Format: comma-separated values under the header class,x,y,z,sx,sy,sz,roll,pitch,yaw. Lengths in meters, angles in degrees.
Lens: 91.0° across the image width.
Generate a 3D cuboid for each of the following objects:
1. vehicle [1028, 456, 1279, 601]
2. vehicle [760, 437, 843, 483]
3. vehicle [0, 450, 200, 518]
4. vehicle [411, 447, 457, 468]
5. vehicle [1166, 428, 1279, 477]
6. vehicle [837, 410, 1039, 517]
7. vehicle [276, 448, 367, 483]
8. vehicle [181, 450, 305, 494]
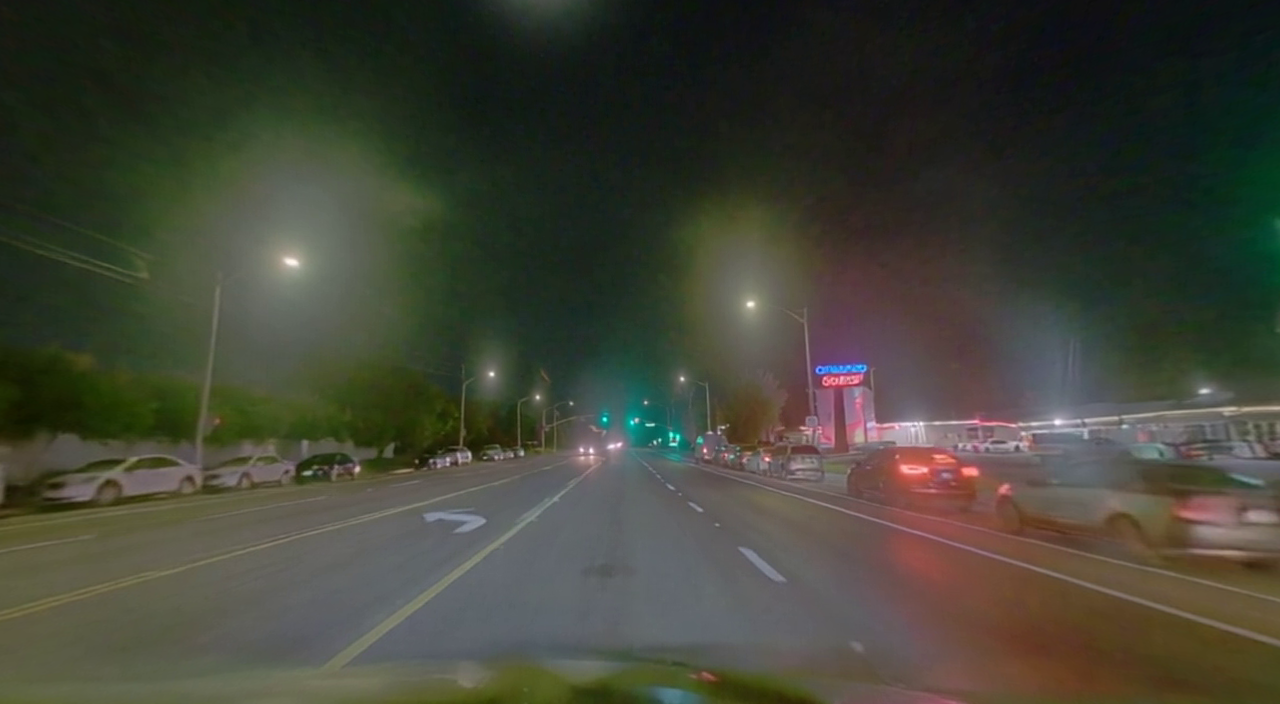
class,x,y,z,sx,sy,sz,roll,pitch,yaw
vehicle,7.759,2.203,8.419,1.992,1.499,4.715,3,-9,-3
vehicle,7.117,4.827,28.461,2.092,1.887,5.632,0,-9,-2
vehicle,-14.901,3.554,17.547,1.836,1.448,4.941,0,-7,-2
vehicle,-15.520,7.960,47.612,2.036,1.478,4.615,0,-9,-1
vehicle,26.904,4.372,27.472,2.195,2.015,5.433,6,-10,-34
vehicle,7.442,2.919,16.708,2.327,2.296,5.692,1,-9,-3
vehicle,-15.064,5.374,30.087,1.897,1.517,4.802,0,-9,-1
vehicle,-15.097,4.541,24.263,1.880,1.488,4.483,0,-9,-1
